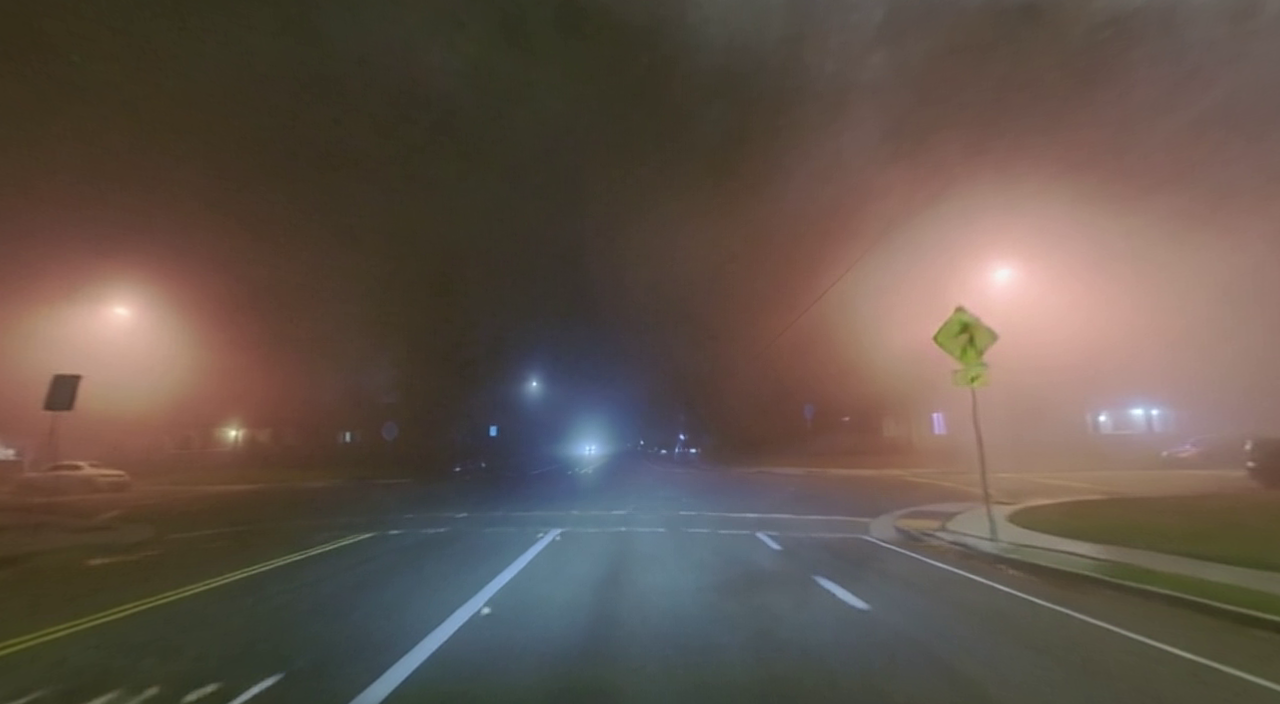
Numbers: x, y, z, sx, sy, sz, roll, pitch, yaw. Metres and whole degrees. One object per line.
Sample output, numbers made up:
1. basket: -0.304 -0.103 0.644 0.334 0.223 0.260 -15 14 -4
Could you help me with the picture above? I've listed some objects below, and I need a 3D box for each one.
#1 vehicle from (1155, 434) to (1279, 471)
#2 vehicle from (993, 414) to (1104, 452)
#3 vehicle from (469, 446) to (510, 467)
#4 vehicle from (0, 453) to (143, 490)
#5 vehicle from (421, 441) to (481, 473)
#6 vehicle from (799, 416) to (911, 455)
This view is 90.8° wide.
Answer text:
1. vehicle: 24.069 4.167 26.140 4.281 1.413 1.823 2 -9 -10
2. vehicle: 23.071 4.623 35.829 4.831 2.013 2.082 1 -9 -1
3. vehicle: -10.779 7.494 45.456 1.948 1.410 4.361 1 -9 -1
4. vehicle: -24.518 5.130 27.287 4.197 1.431 2.165 0 -9 0
5. vehicle: -10.974 6.143 37.070 2.037 1.755 4.434 0 -9 1
6. vehicle: 13.536 5.386 40.125 6.244 2.050 2.209 -9 -14 38
